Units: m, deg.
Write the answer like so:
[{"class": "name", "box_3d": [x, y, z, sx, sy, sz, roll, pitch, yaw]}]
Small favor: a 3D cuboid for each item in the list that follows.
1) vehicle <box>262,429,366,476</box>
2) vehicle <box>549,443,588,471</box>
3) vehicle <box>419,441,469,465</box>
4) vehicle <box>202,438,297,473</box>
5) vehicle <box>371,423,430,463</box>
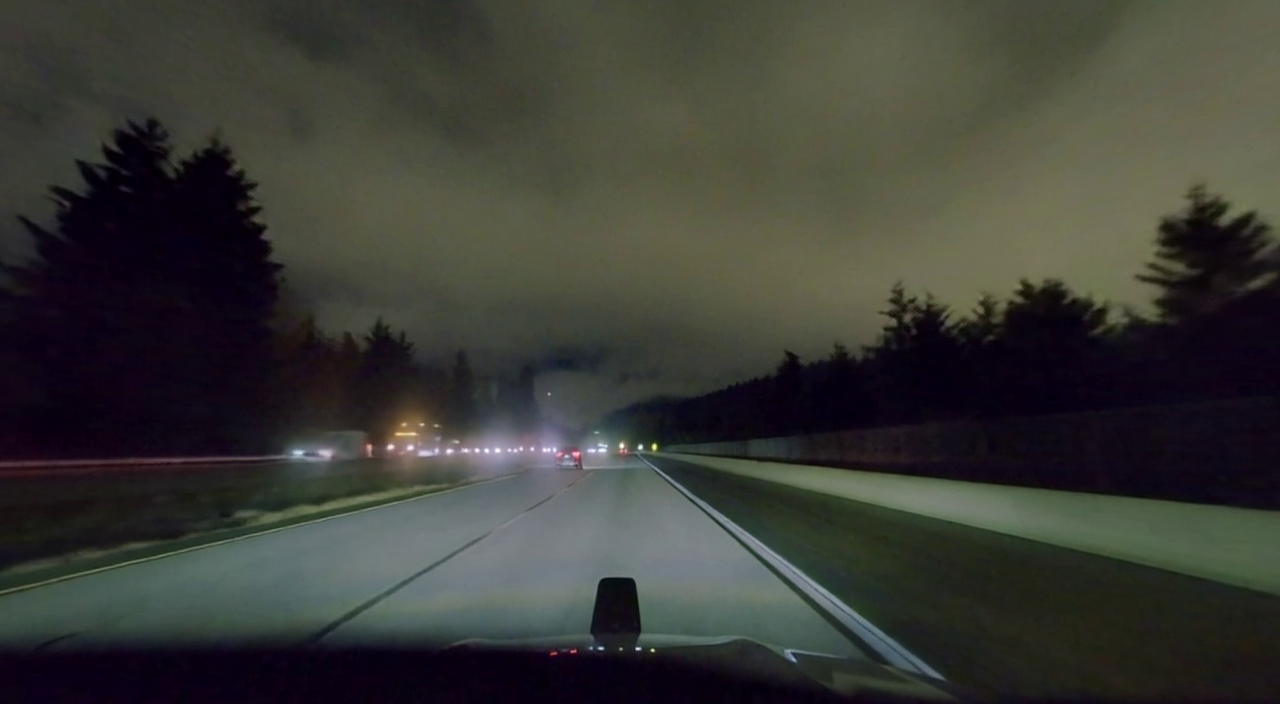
[{"class": "vehicle", "box_3d": [-13.252, 4.129, 25.840, 1.956, 1.714, 4.432, 0, -9, -1]}, {"class": "vehicle", "box_3d": [-4.558, 6.782, 40.594, 2.098, 1.692, 4.038, 0, -9, -1]}, {"class": "vehicle", "box_3d": [-13.602, 7.038, 43.774, 2.021, 1.520, 4.580, 0, -9, -1]}, {"class": "vehicle", "box_3d": [-18.536, 4.939, 29.988, 1.907, 1.516, 4.127, 0, -9, 0]}, {"class": "vehicle", "box_3d": [-18.530, 7.132, 48.815, 2.305, 2.886, 6.006, 0, -9, -1]}]
